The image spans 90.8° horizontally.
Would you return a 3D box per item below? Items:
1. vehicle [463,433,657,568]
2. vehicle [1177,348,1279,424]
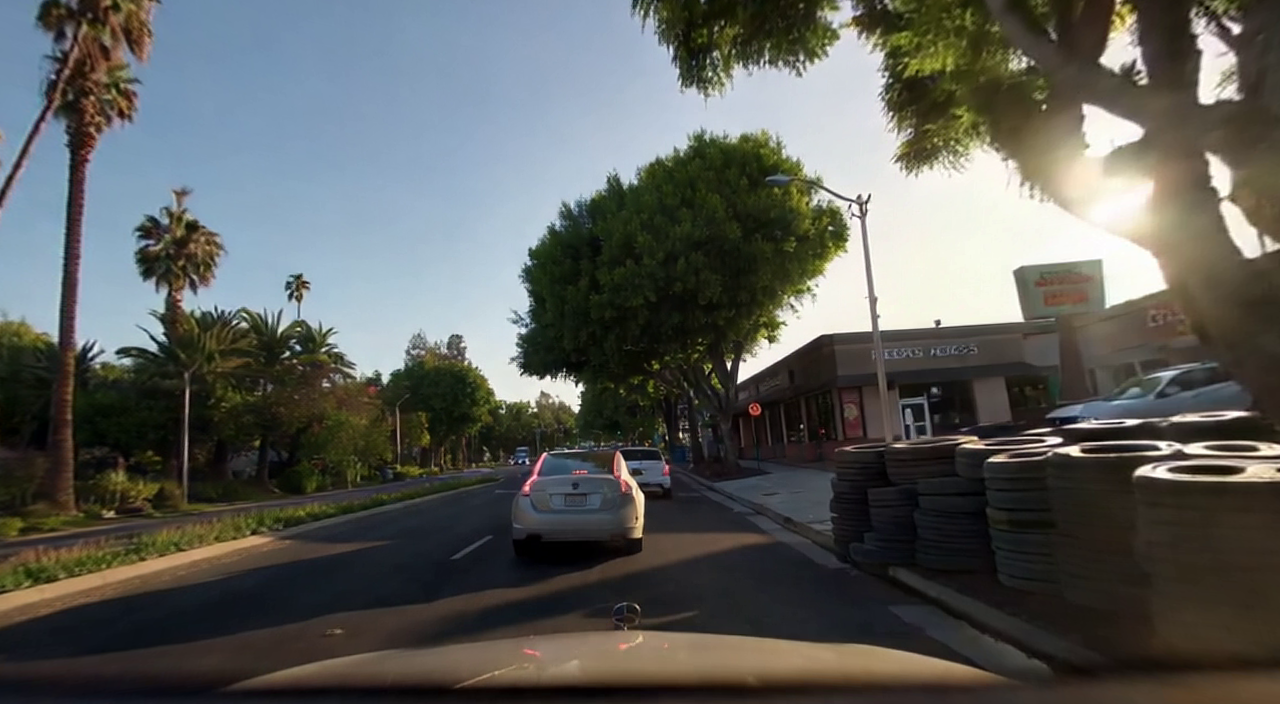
[{"bbox_3d":[-0.957,1.973,9.205,2.169,1.495,4.048,0,-8,-2],"label":"vehicle"},{"bbox_3d":[16.519,0.951,16.509,1.810,1.669,3.883,0,-8,7],"label":"vehicle"}]
